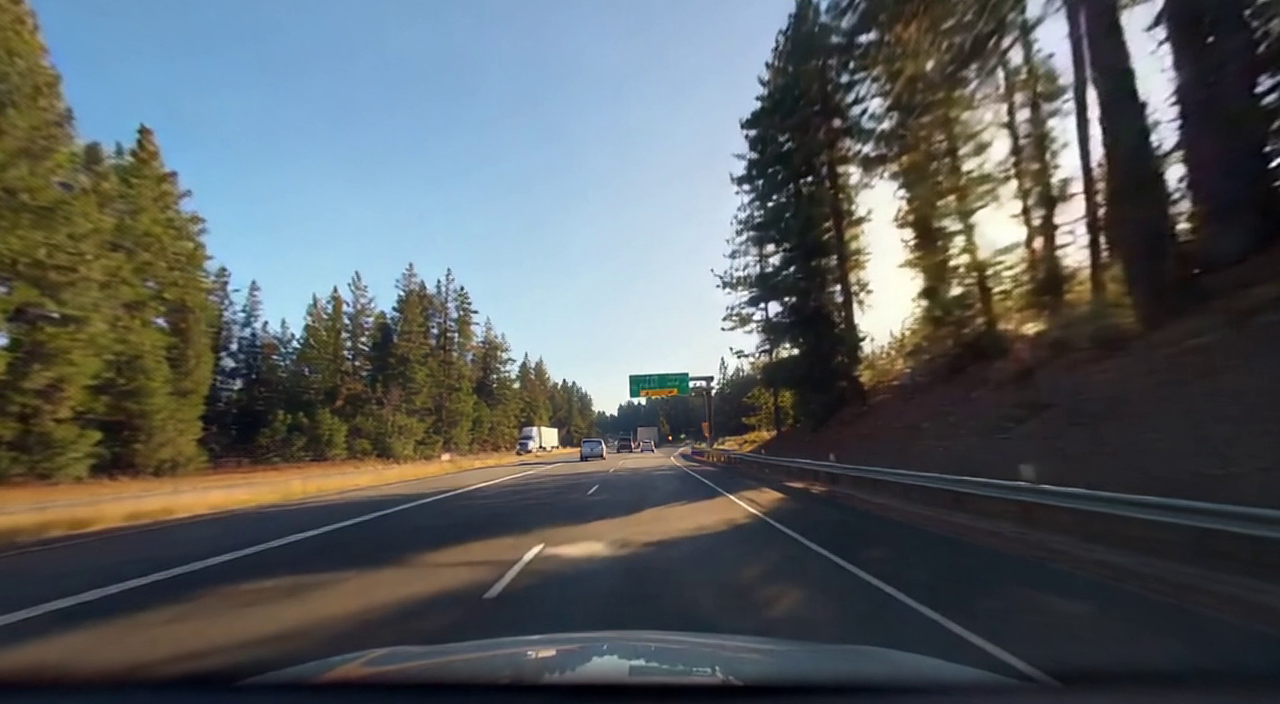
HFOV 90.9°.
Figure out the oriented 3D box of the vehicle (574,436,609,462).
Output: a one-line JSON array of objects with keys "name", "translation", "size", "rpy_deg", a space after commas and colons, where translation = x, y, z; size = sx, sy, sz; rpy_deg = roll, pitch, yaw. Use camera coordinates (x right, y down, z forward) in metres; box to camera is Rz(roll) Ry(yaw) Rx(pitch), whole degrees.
[{"name": "vehicle", "translation": [-3.349, 6.819, 44.509], "size": [2.129, 1.742, 4.217], "rpy_deg": [0, -8, 1]}]
